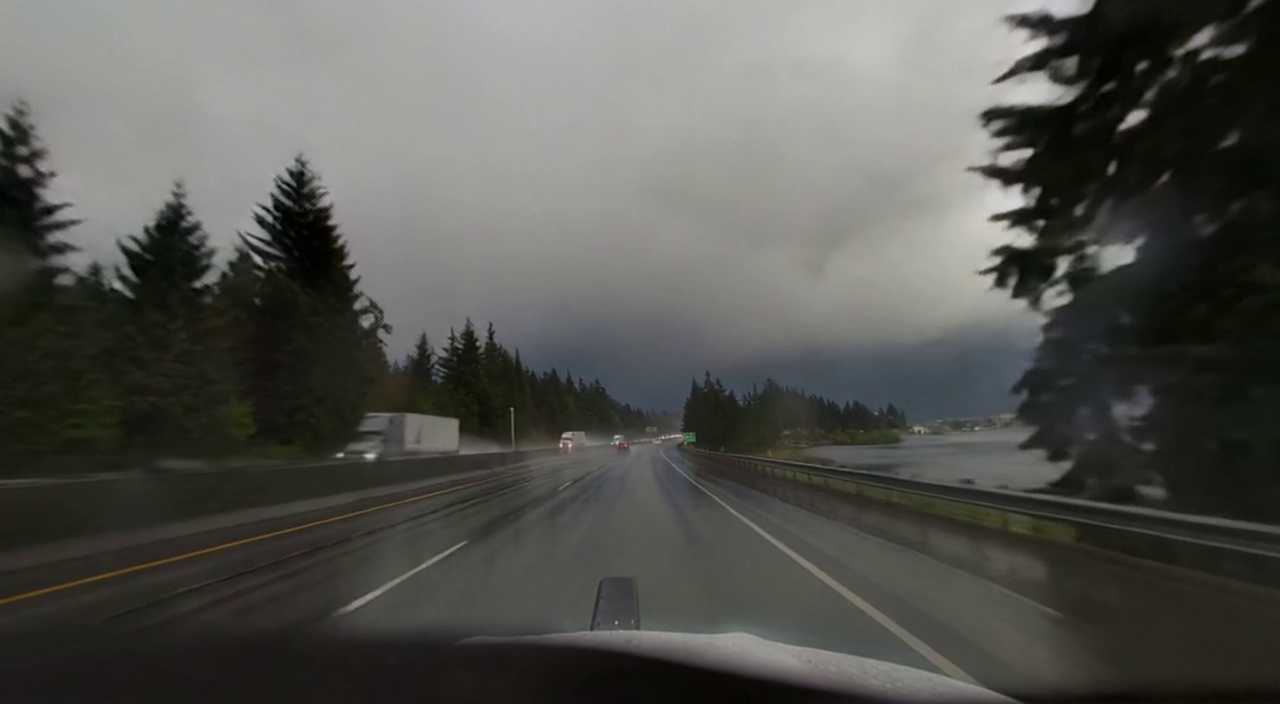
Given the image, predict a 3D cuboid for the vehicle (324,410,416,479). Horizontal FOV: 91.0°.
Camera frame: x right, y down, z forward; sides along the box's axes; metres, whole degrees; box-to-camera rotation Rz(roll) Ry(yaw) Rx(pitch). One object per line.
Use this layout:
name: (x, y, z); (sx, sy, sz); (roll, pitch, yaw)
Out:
vehicle: (-16.629, 5.737, 39.239); (3.011, 3.942, 5.865); (0, -8, 0)
